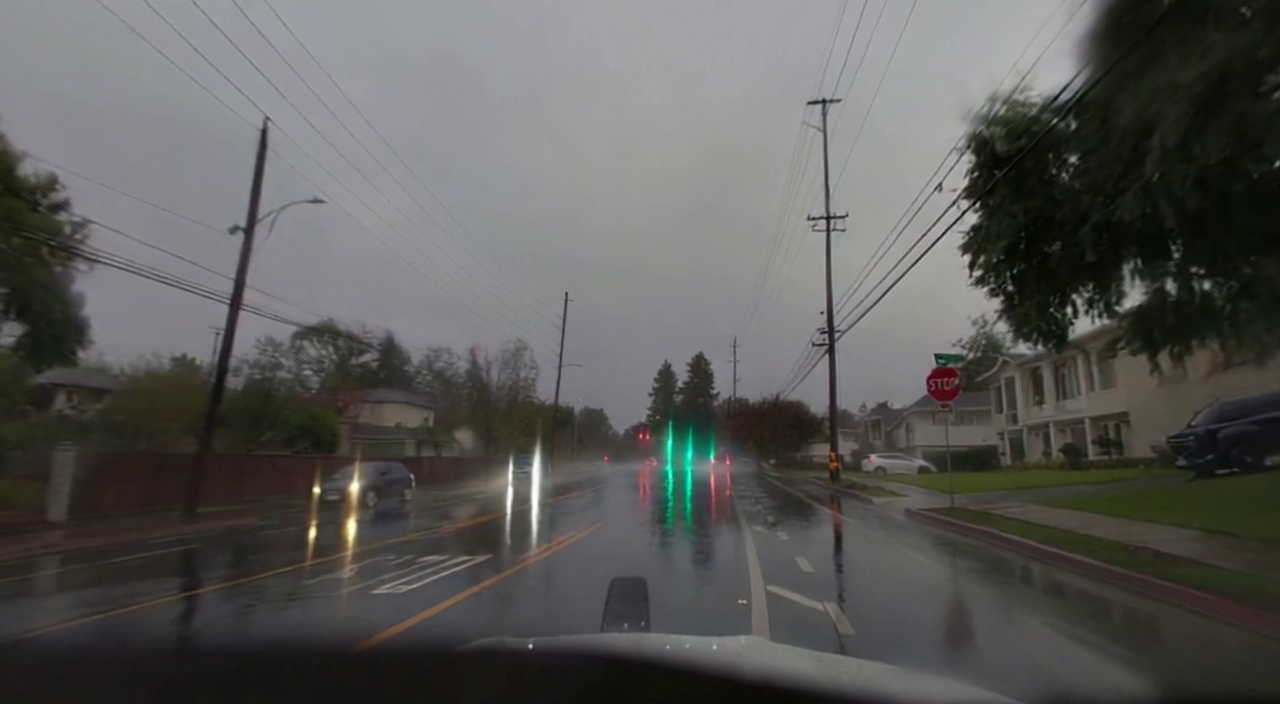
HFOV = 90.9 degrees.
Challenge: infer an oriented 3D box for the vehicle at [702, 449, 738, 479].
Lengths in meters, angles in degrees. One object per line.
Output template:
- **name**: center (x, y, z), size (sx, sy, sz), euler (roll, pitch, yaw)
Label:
- **vehicle**: center (5.556, 7.743, 43.756), size (2.284, 1.741, 4.702), euler (2, -7, 8)

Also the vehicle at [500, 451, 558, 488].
- **vehicle**: center (-6.647, 7.100, 38.450), size (1.998, 2.047, 5.167), euler (-1, -8, 7)

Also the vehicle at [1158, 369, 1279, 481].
- **vehicle**: center (15.527, 1.723, 15.046), size (1.926, 2.031, 5.177), euler (1, -18, 3)

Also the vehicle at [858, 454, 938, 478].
- **vehicle**: center (17.648, 7.804, 43.237), size (4.648, 1.511, 1.919), euler (0, -8, 5)

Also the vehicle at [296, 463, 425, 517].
- **vehicle**: center (-9.257, 4.579, 21.376), size (1.965, 1.455, 4.472), euler (0, -8, 5)
